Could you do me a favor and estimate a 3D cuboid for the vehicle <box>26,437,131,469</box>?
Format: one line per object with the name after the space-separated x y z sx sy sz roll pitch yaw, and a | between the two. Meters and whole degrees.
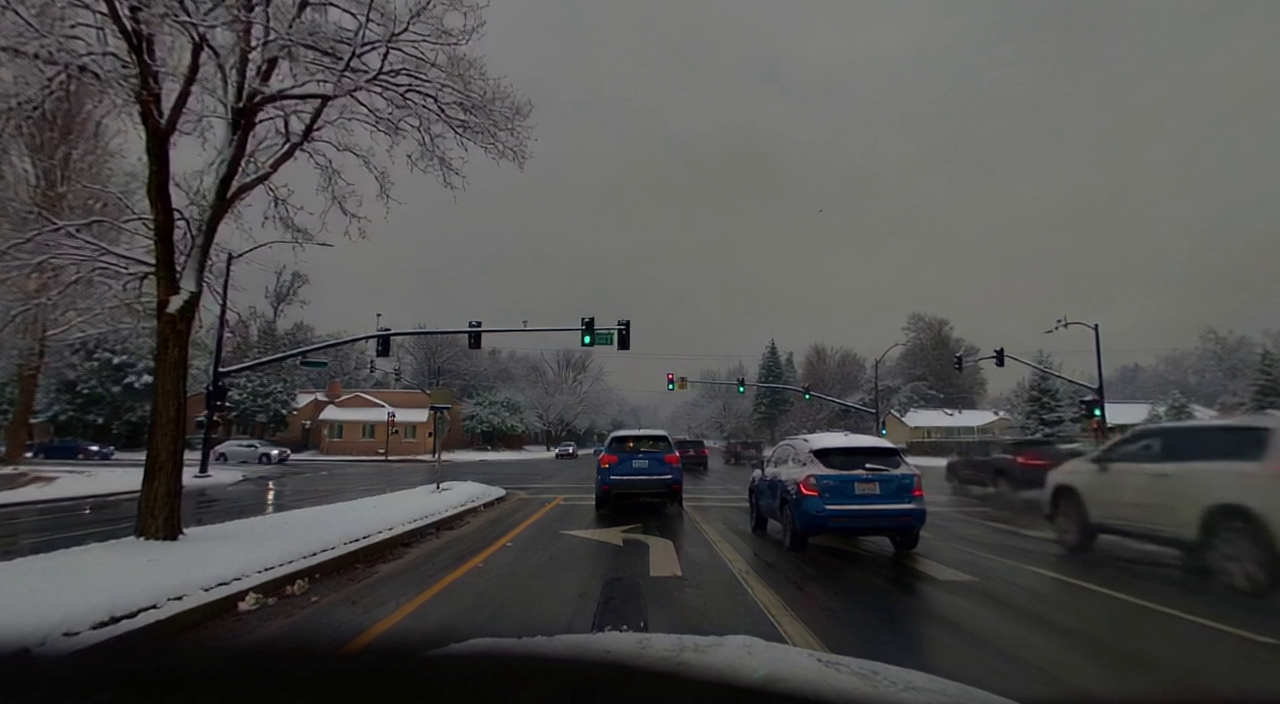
-36.880 6.650 41.512 4.771 1.778 2.032 3 -8 -3 | vehicle

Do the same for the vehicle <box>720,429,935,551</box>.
2.587 2.030 10.013 2.009 1.480 4.423 0 -8 -1 | vehicle

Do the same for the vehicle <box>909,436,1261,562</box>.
6.213 2.070 9.768 1.995 1.452 4.754 0 -8 0 | vehicle

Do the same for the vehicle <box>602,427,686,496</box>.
0.048 3.044 17.878 2.099 1.705 4.020 0 -8 -2 | vehicle

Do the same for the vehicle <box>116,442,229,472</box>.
-26.349 5.907 35.629 4.724 1.630 1.968 0 -8 -3 | vehicle

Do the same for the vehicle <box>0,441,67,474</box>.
-35.032 5.799 34.935 4.465 1.693 1.959 2 -9 -1 | vehicle
